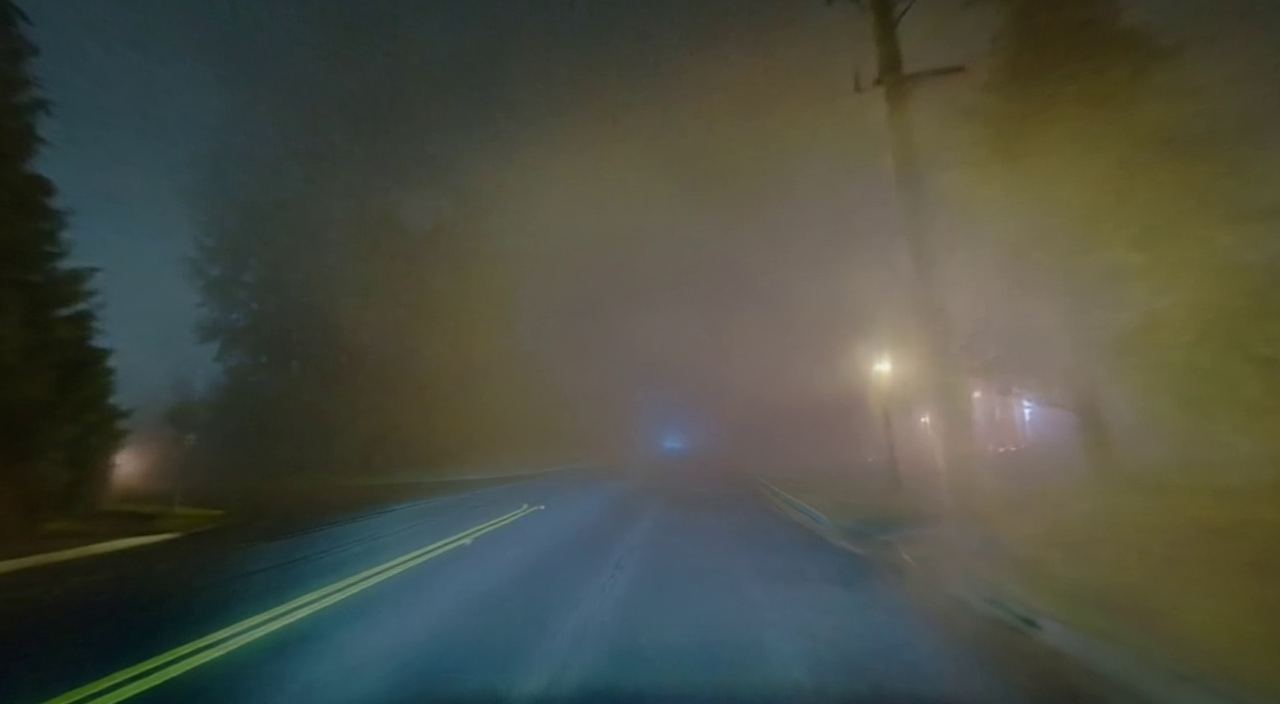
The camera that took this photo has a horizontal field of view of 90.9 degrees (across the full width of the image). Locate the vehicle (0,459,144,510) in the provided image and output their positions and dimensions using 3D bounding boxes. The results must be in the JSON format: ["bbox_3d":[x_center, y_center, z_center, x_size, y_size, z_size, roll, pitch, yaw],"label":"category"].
[{"bbox_3d":[-19.674,4.475,21.375,4.270,1.481,1.972,-3,-9,8],"label":"vehicle"}]
